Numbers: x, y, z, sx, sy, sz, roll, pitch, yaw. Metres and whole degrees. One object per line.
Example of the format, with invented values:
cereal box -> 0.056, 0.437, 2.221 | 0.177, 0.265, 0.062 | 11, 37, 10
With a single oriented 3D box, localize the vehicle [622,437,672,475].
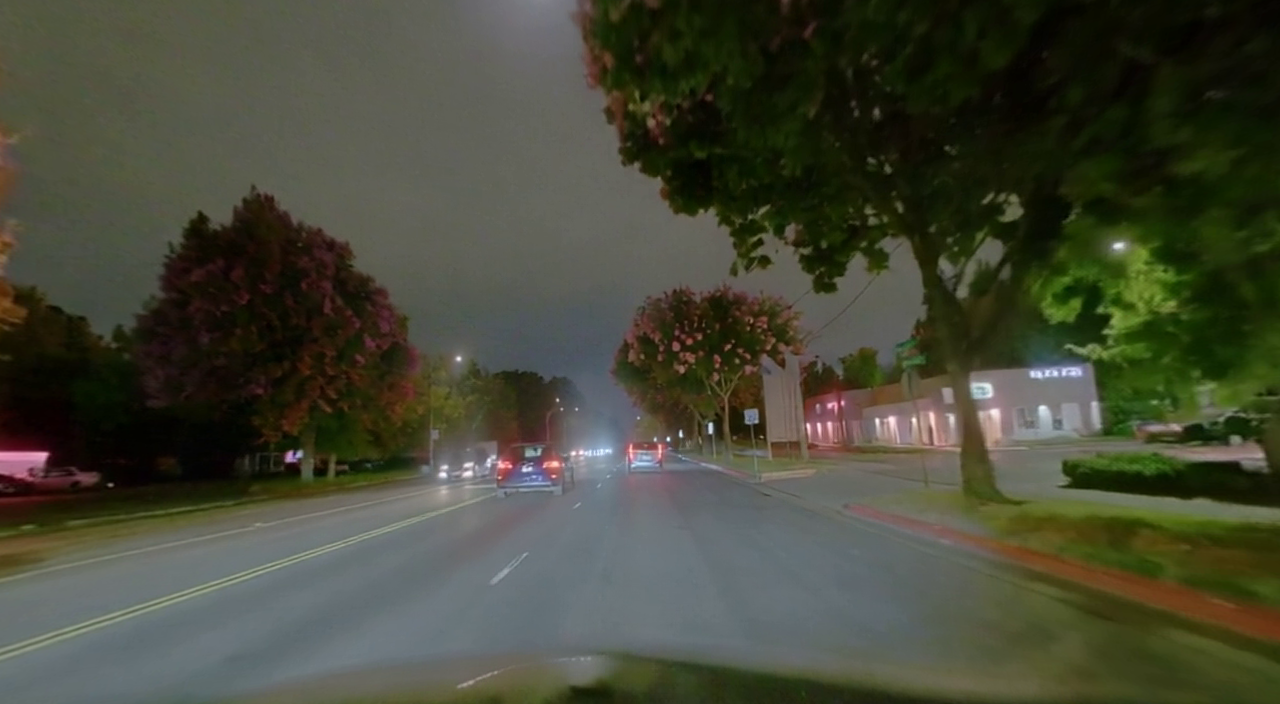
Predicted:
vehicle -> 0.316, 5.336, 32.553 | 2.376, 1.801, 4.317 | 0, -9, 0

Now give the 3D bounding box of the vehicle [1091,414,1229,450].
vehicle -> 23.124, 3.631, 28.394 | 1.987, 1.465, 4.819 | 0, -9, -2

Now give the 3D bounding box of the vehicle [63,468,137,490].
vehicle -> -42.086, 9.877, 49.287 | 4.089, 1.565, 1.759 | 0, -9, 0

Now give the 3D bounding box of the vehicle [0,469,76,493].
vehicle -> -42.570, 8.989, 44.109 | 4.605, 1.522, 1.819 | 0, -9, 0

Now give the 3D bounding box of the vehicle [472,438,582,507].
vehicle -> -2.945, 3.248, 17.489 | 2.167, 1.634, 4.220 | 0, -9, 1

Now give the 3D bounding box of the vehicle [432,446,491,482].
vehicle -> -9.562, 6.000, 34.211 | 2.028, 1.825, 4.208 | 0, -9, -1

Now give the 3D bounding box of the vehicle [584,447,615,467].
vehicle -> -2.996, 7.900, 47.887 | 2.001, 1.431, 4.389 | 0, -9, 0
